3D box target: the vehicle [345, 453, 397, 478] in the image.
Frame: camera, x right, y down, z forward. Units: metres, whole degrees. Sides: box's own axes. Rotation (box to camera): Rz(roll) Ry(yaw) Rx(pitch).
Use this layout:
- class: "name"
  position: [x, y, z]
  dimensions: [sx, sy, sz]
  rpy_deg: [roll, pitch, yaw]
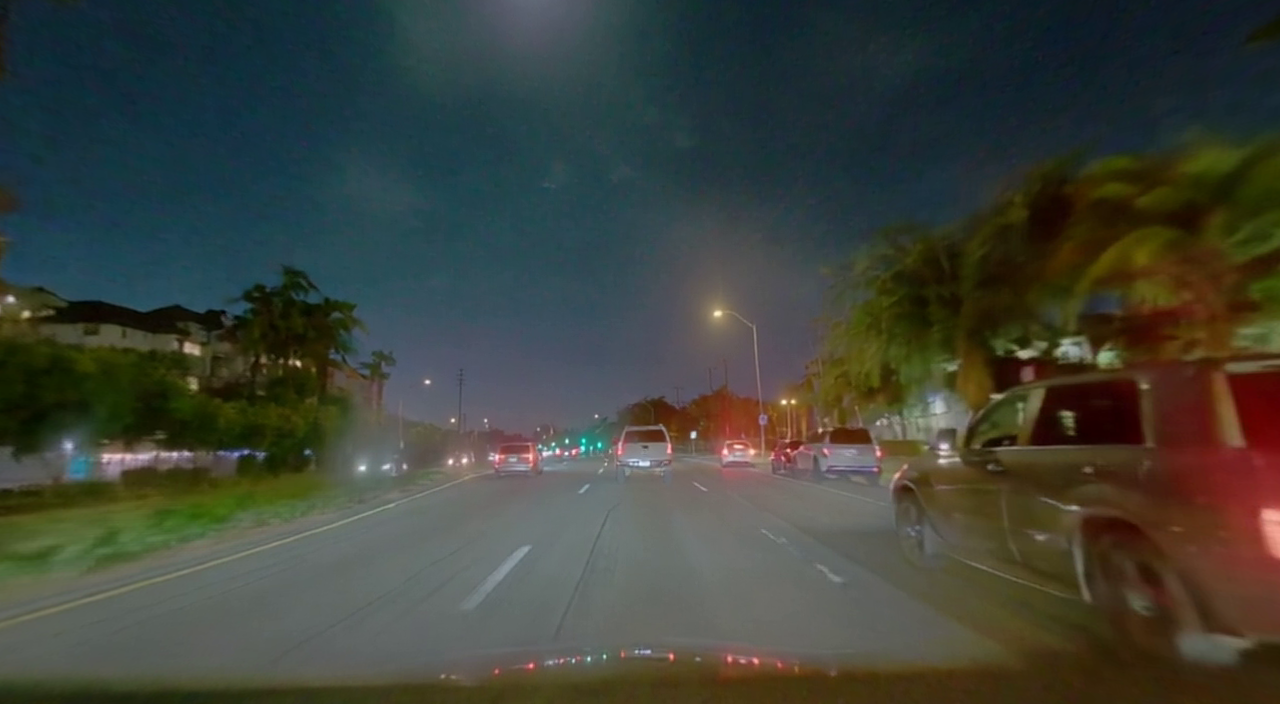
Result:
- class: "vehicle"
  position: [-19.467, 8.183, 45.630]
  dimensions: [2.048, 1.679, 4.356]
  rpy_deg: [0, -9, -3]

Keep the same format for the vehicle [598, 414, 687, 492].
- class: "vehicle"
  position: [-0.095, 3.277, 20.688]
  dimensions: [2.507, 2.161, 6.049]
  rpy_deg: [1, -9, -3]

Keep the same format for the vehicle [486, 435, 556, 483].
- class: "vehicle"
  position: [-4.543, 4.151, 24.621]
  dimensions: [2.235, 1.682, 4.662]
  rpy_deg: [1, -9, -5]

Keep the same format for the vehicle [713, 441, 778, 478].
- class: "vehicle"
  position: [4.299, 4.469, 26.409]
  dimensions: [2.178, 1.411, 4.732]
  rpy_deg: [0, -9, 3]

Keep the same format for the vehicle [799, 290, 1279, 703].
- class: "vehicle"
  position: [3.410, 1.138, 4.990]
  dimensions: [2.576, 1.815, 6.267]
  rpy_deg: [0, -9, -1]
